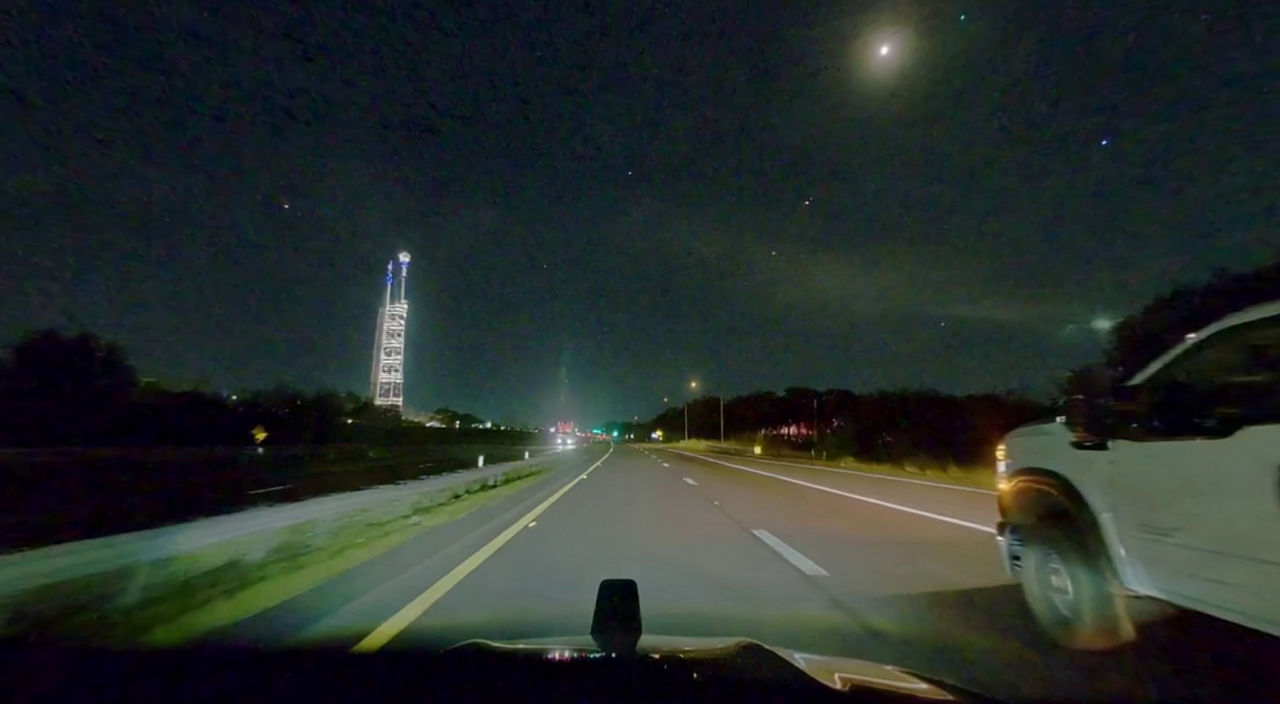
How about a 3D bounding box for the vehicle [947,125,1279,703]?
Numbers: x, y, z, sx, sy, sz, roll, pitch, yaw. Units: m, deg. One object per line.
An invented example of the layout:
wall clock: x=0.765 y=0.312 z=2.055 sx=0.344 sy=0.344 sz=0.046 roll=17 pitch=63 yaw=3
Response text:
vehicle: x=3.837 y=0.272 z=1.862 sx=2.444 sy=2.566 sz=6.403 roll=0 pitch=-8 yaw=-1
